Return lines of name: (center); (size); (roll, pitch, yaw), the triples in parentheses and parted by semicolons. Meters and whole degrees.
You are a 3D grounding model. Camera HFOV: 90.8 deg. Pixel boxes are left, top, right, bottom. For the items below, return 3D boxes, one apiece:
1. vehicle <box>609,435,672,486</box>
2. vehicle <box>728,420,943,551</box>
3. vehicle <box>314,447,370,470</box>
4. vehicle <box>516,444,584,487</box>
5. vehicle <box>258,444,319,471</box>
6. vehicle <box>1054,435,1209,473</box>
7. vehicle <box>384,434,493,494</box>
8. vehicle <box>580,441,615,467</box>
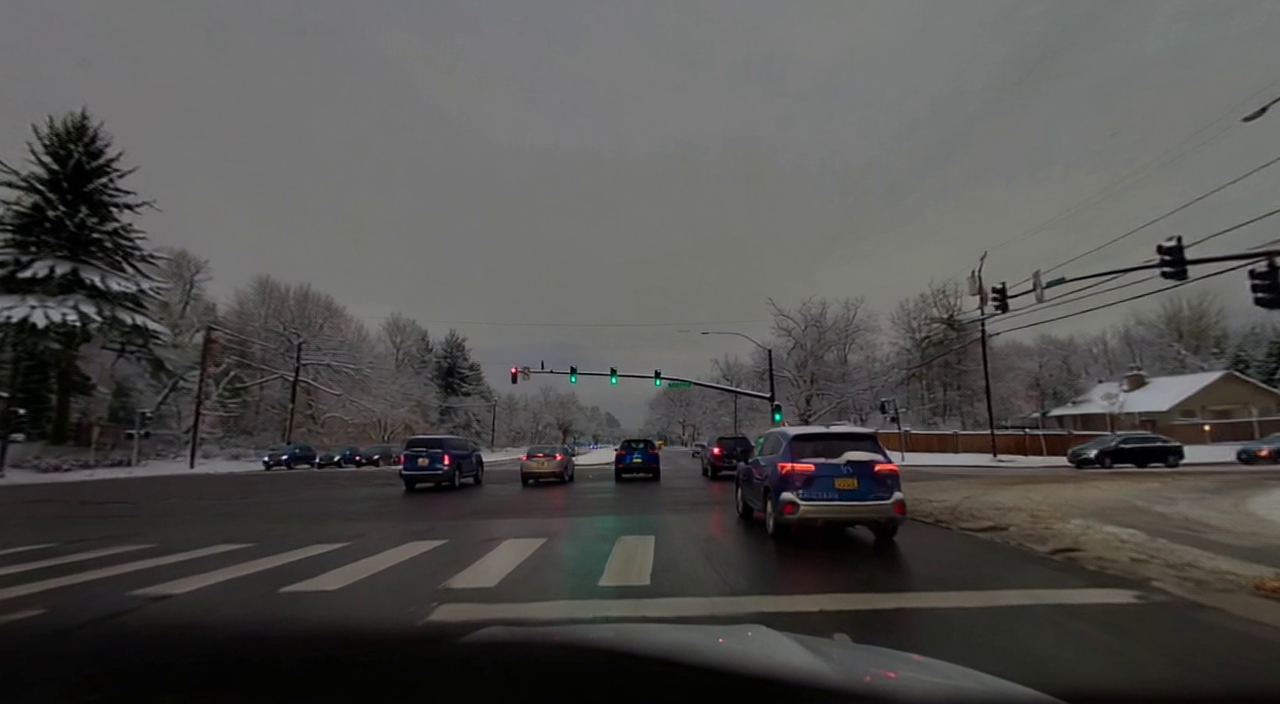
vehicle: (0.041, 4.000, 23.501); (2.111, 1.712, 4.078); (0, -8, 1)
vehicle: (2.813, 2.033, 10.340); (2.034, 1.655, 4.465); (0, -8, -1)
vehicle: (-21.567, 7.719, 45.910); (1.891, 1.577, 4.238); (0, -8, 3)
vehicle: (-3.289, 4.223, 23.968); (1.881, 1.466, 4.484); (0, -8, 1)
vehicle: (-24.930, 7.466, 45.021); (1.889, 1.814, 4.086); (0, -8, 1)
vehicle: (20.319, 4.216, 26.254); (4.830, 1.493, 1.930); (0, -9, -1)
vehicle: (-6.724, 3.766, 21.714); (2.116, 1.812, 4.609); (0, -8, 1)
vehicle: (-2.830, 6.969, 43.323); (1.939, 1.652, 4.268); (0, -8, 2)
